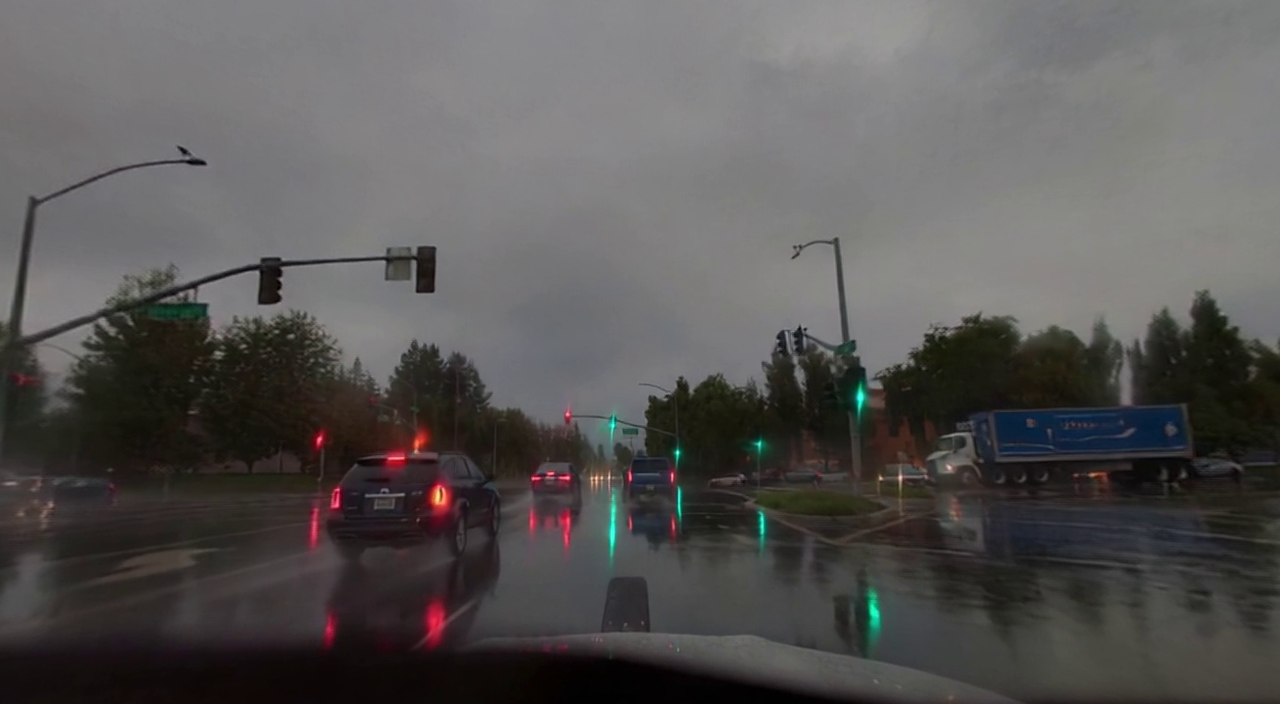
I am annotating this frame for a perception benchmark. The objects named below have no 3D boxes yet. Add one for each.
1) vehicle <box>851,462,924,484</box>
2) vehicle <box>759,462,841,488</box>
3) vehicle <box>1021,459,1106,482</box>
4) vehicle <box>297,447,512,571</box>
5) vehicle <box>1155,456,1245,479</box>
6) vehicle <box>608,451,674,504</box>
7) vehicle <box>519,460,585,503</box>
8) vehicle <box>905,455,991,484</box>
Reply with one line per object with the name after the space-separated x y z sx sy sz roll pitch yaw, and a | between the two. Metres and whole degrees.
18.202 8.924 46.430 4.478 1.495 2.063 0 -9 -1 | vehicle
10.716 8.287 42.447 4.875 1.473 2.077 -2 -12 -2 | vehicle
28.745 8.039 42.866 4.365 1.448 1.928 0 -9 0 | vehicle
-3.319 2.242 9.724 1.960 1.528 3.490 0 -8 -1 | vehicle
37.893 7.792 42.709 4.525 1.468 1.839 1 -9 -5 | vehicle
0.058 4.461 22.770 2.163 1.678 3.846 0 -8 1 | vehicle
-3.428 5.162 25.517 2.013 1.474 4.393 0 -8 0 | vehicle
20.804 7.950 42.688 4.585 1.681 2.140 -2 -10 0 | vehicle
